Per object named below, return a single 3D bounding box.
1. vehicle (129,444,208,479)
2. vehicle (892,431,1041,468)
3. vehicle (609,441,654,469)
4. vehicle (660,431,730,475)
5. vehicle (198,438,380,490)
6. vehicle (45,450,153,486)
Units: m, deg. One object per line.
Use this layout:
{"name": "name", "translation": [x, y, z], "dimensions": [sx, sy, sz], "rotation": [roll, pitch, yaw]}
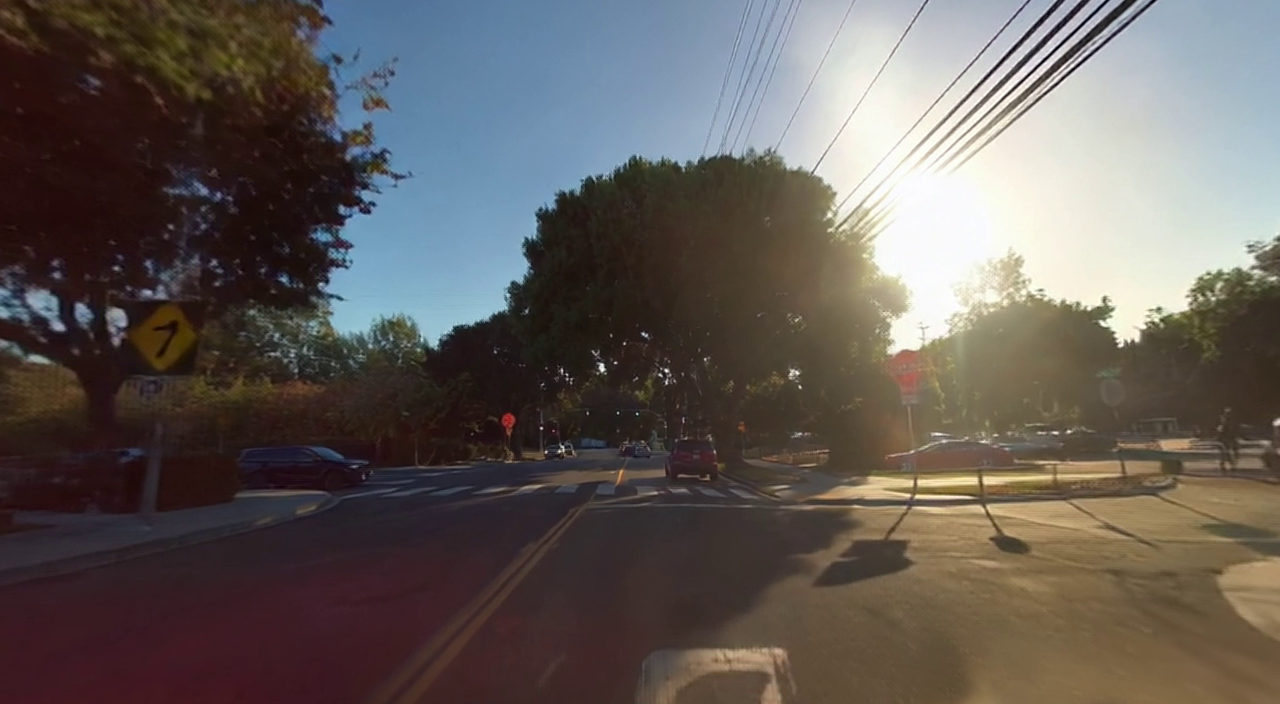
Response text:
{"name": "vehicle", "translation": [-30.287, 7.002, 40.767], "dimensions": [2.087, 2.103, 4.490], "rotation": [1, -8, -8]}
{"name": "vehicle", "translation": [13.035, 3.933, 25.468], "dimensions": [4.872, 1.400, 1.955], "rotation": [-1, -8, 3]}
{"name": "vehicle", "translation": [-0.514, 5.566, 34.383], "dimensions": [1.874, 1.427, 3.976], "rotation": [1, -9, -9]}
{"name": "vehicle", "translation": [2.499, 4.799, 30.293], "dimensions": [2.553, 1.868, 5.536], "rotation": [0, -8, -3]}
{"name": "vehicle", "translation": [-13.817, 4.428, 25.249], "dimensions": [5.866, 1.904, 2.197], "rotation": [1, -8, -6]}
{"name": "vehicle", "translation": [-29.218, 6.249, 34.356], "dimensions": [2.085, 1.763, 4.658], "rotation": [1, -8, -6]}
